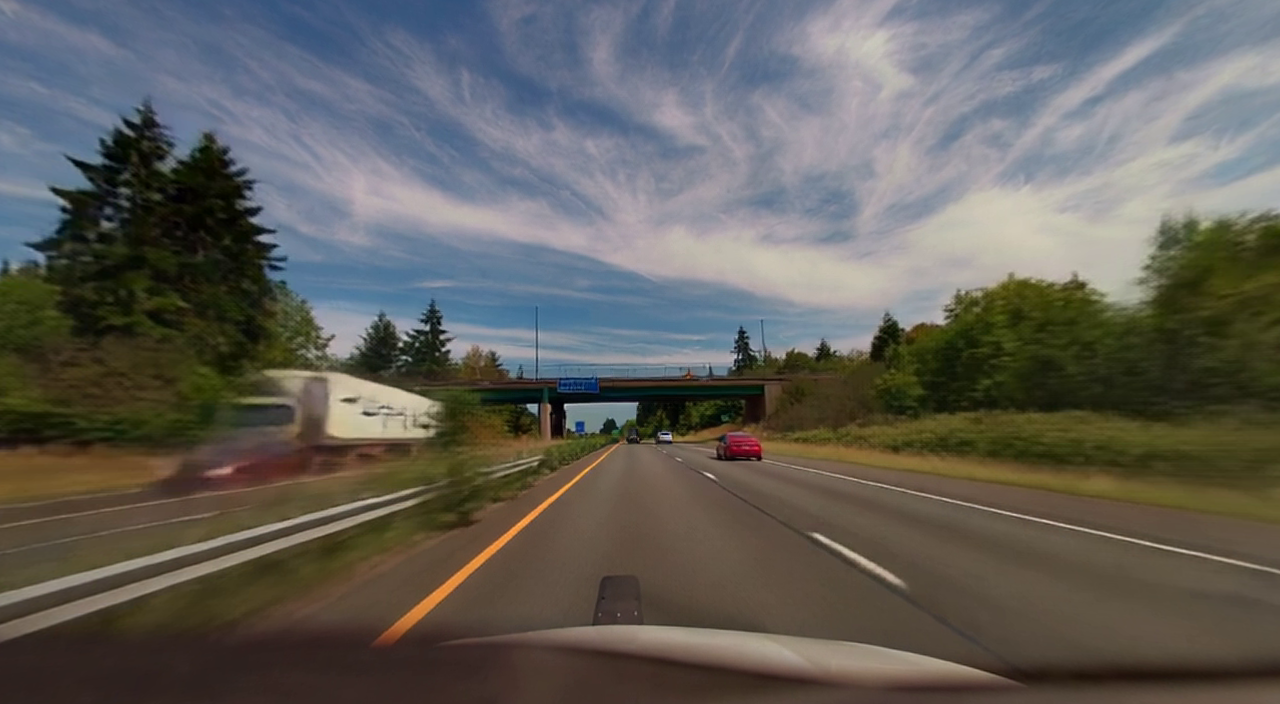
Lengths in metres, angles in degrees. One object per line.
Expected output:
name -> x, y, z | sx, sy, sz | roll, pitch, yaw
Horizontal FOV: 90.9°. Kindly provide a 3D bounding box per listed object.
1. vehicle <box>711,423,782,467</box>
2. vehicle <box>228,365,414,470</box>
vehicle -> 4.311, 3.847, 26.228 | 2.073, 1.651, 4.065 | 0, -8, -2
vehicle -> -13.536, 3.085, 28.343 | 2.949, 3.820, 10.704 | 0, -8, -1
